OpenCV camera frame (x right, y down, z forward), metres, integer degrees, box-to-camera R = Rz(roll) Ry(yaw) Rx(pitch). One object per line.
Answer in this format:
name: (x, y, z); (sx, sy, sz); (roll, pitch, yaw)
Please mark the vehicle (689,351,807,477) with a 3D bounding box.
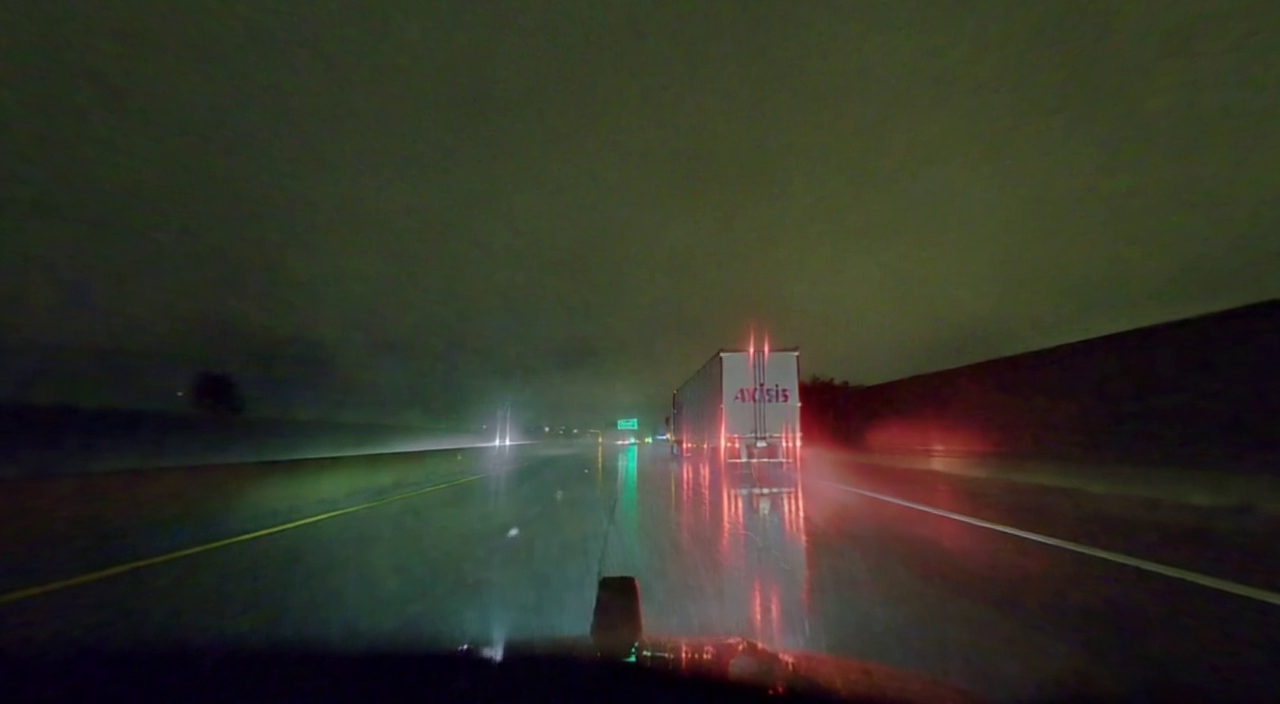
vehicle: (3.762, 2.545, 24.490); (2.880, 3.986, 9.103); (0, -8, 0)
